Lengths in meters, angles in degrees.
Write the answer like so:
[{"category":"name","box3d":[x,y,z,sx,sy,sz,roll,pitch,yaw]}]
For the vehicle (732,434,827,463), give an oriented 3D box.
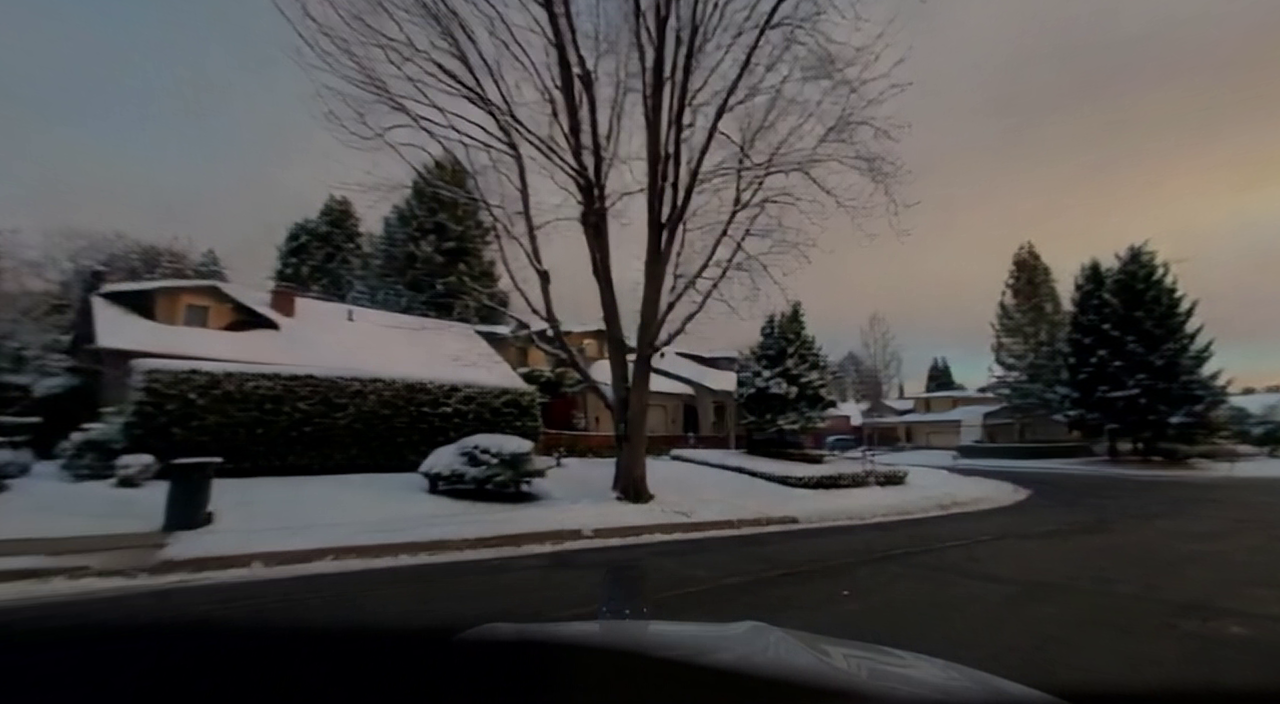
[{"category":"vehicle","box3d":[7.708,5.318,34.757,5.089,1.517,1.791,4,-11,-27]}]
